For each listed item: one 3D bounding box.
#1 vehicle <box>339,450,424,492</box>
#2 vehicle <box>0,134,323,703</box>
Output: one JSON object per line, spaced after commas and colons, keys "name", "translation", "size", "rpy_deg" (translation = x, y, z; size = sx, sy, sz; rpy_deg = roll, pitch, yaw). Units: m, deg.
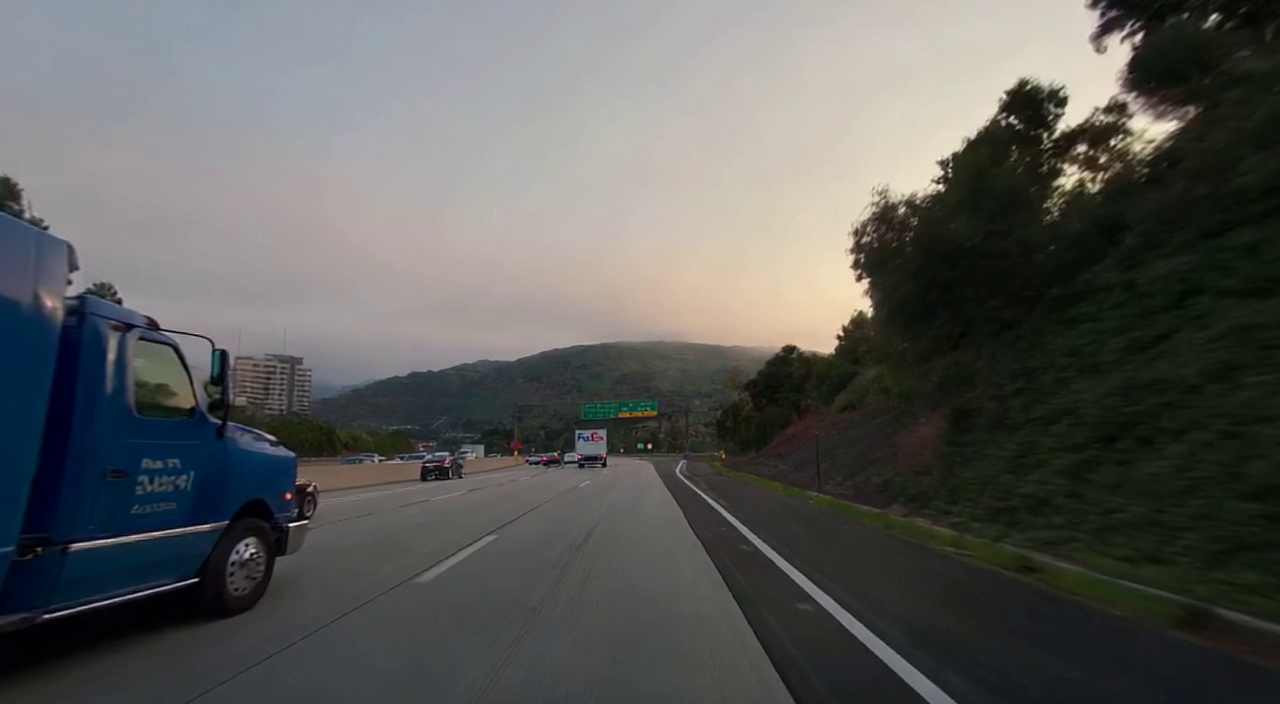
{"name": "vehicle", "translation": [-11.675, 5.382, 28.828], "size": [1.931, 1.692, 4.443], "rpy_deg": [0, -8, 1]}
{"name": "vehicle", "translation": [-4.181, 0.399, 2.933], "size": [2.318, 2.834, 5.910], "rpy_deg": [0, -8, -1]}
